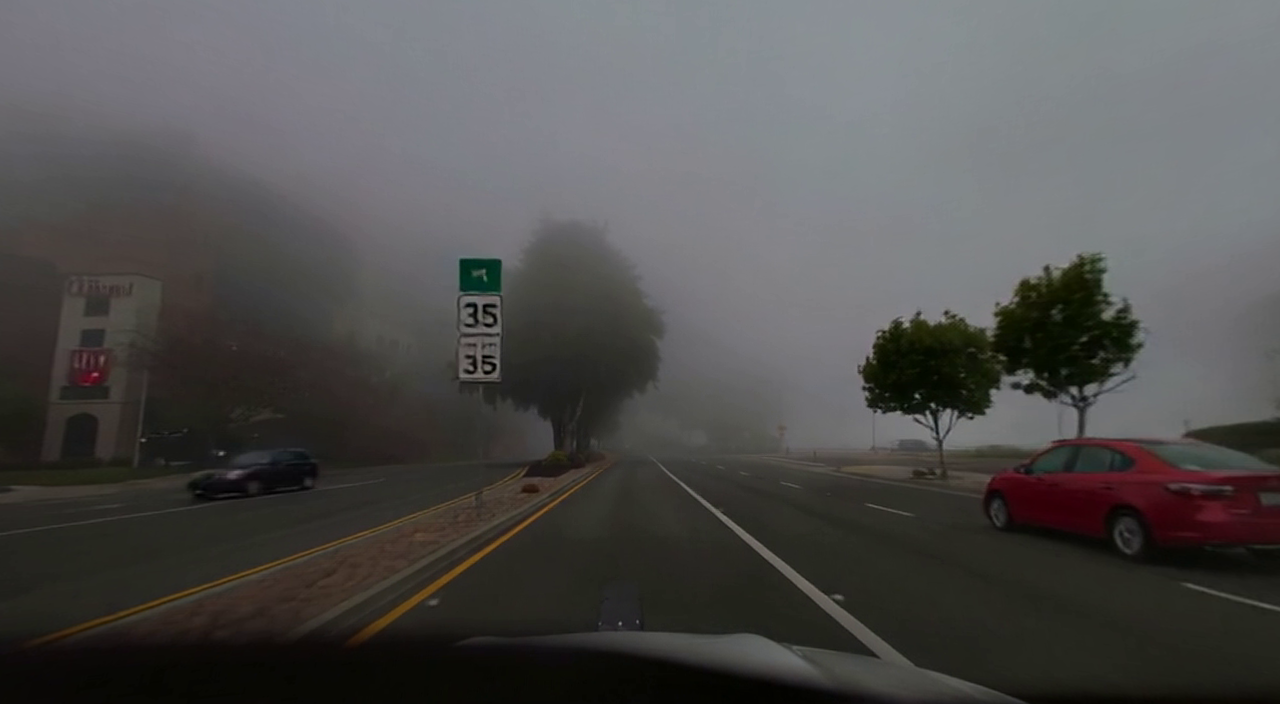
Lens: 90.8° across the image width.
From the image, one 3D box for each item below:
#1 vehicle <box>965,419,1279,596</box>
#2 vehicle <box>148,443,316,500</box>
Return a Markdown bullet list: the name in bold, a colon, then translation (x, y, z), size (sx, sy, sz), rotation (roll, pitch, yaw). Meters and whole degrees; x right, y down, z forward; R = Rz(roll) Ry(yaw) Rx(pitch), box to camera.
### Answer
- **vehicle**: translation (6.562, 1.729, 8.026), size (2.088, 1.524, 5.085), rotation (0, -9, -1)
- **vehicle**: translation (-12.695, 3.707, 20.134), size (2.163, 1.576, 4.704), rotation (0, -9, 0)
